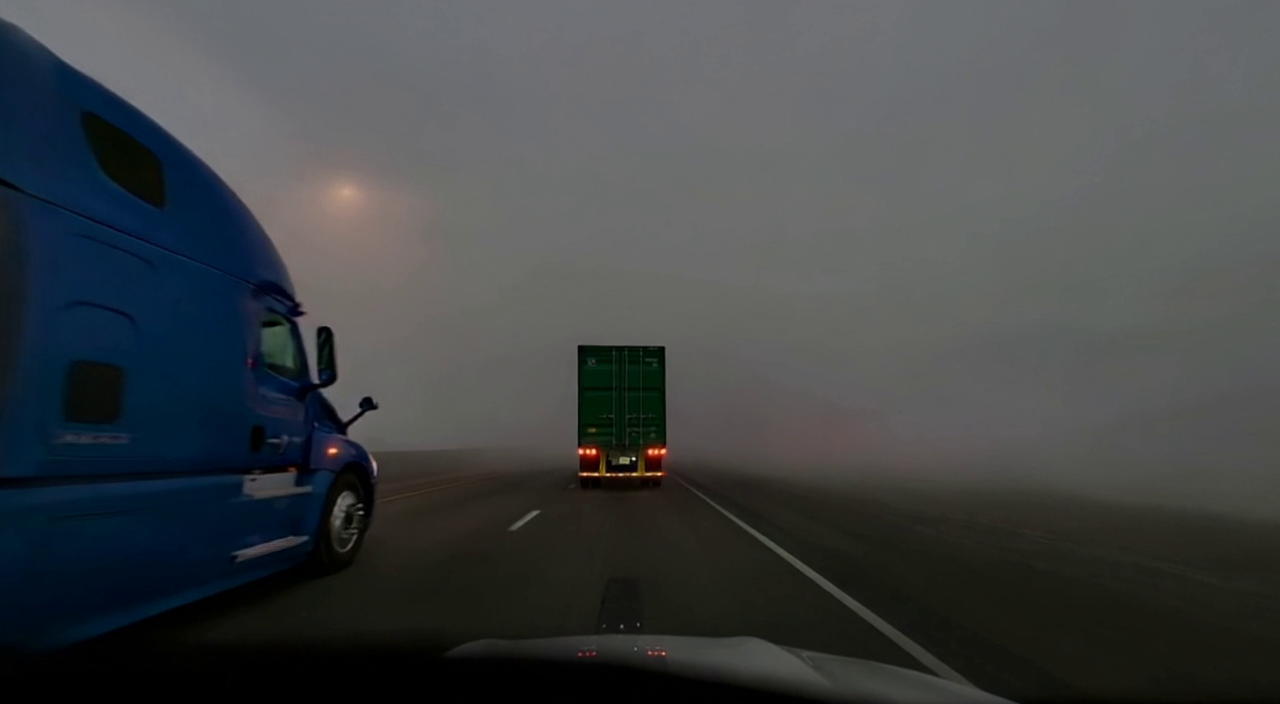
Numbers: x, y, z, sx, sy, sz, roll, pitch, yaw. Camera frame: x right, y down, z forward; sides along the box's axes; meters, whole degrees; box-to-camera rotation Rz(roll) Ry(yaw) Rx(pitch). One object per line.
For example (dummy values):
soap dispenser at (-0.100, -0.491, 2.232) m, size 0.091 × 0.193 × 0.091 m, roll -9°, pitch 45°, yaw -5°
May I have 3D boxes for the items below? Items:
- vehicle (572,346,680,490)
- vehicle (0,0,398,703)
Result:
vehicle at (-0.389, 2.647, 23.093) m, size 2.942 × 4.003 × 11.297 m, roll 0°, pitch -9°, yaw 0°
vehicle at (-4.064, 0.002, 3.011) m, size 3.418 × 3.652 × 5.690 m, roll 0°, pitch -9°, yaw 0°
